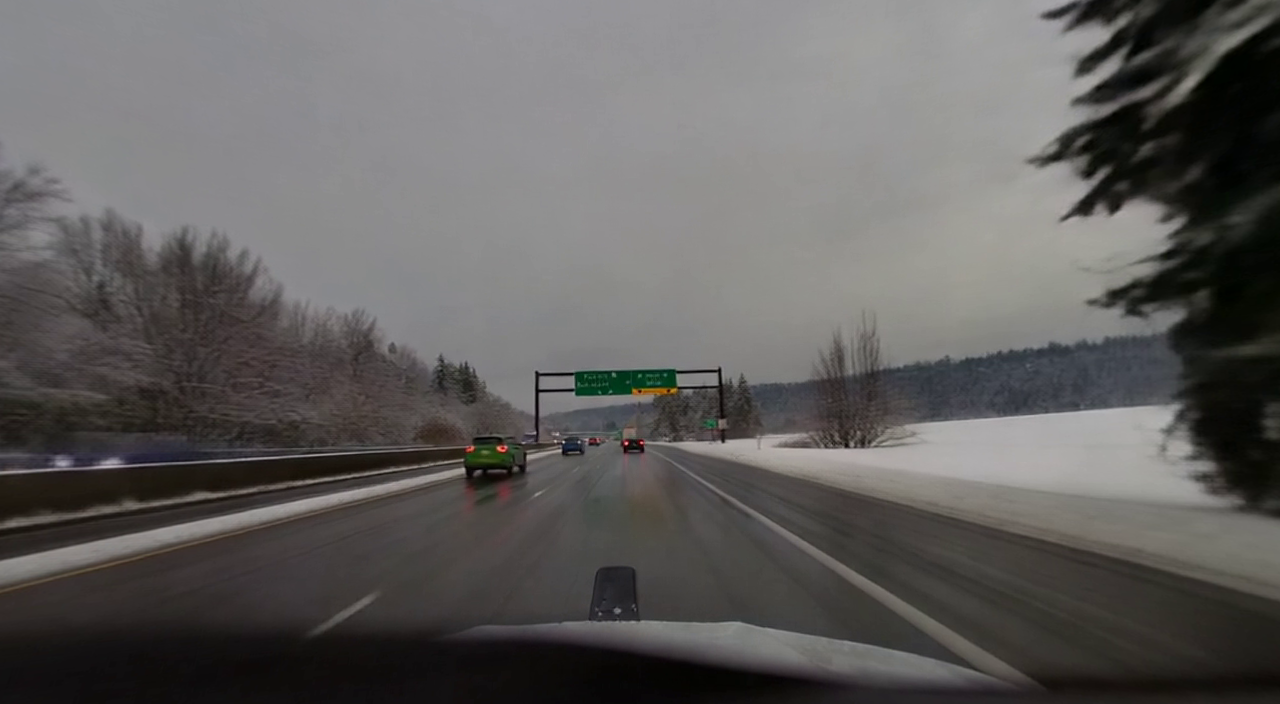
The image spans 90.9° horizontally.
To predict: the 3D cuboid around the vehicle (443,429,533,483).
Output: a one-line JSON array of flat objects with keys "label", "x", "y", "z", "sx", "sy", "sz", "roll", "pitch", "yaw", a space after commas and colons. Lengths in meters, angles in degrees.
[{"label": "vehicle", "x": -4.653, "y": 3.217, "z": 19.878, "sx": 1.959, "sy": 1.514, "sz": 3.668, "roll": 0, "pitch": -8, "yaw": 0}]
